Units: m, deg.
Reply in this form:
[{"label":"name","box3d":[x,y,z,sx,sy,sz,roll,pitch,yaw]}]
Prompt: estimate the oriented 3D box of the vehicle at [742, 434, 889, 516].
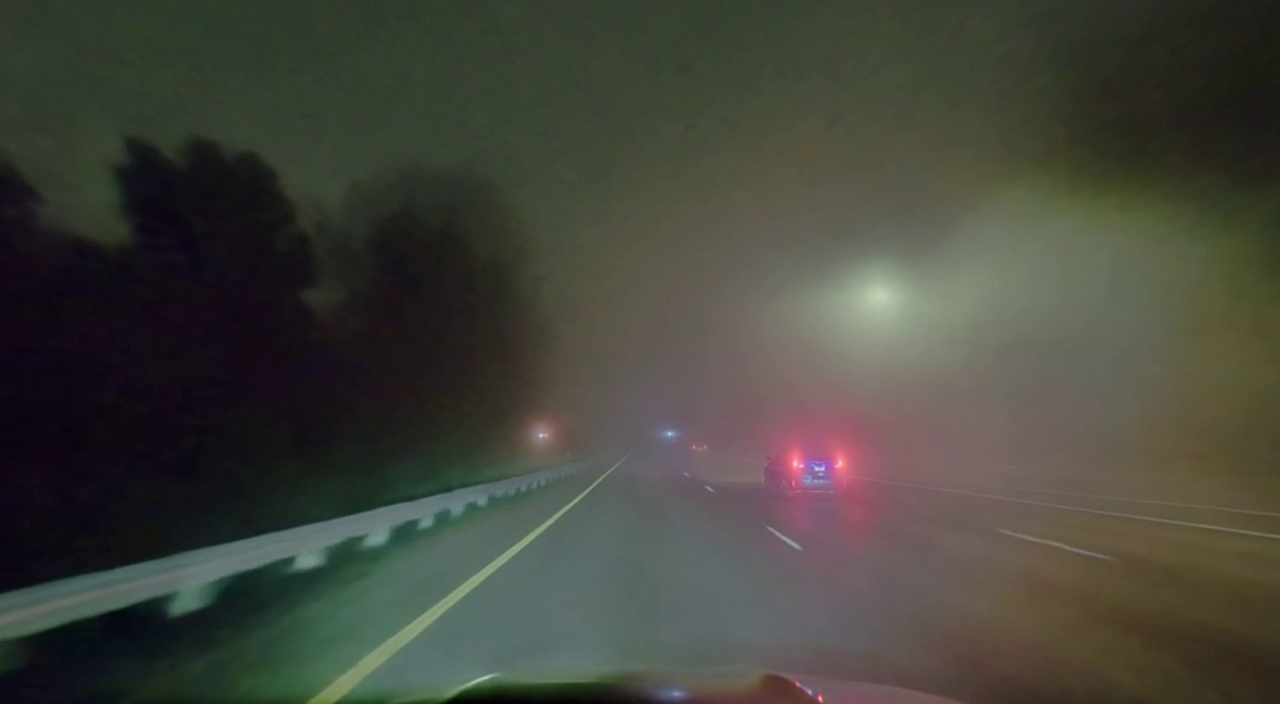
[{"label":"vehicle","box3d":[3.694,2.687,14.221,2.050,1.546,4.344,0,-9,0]}]
